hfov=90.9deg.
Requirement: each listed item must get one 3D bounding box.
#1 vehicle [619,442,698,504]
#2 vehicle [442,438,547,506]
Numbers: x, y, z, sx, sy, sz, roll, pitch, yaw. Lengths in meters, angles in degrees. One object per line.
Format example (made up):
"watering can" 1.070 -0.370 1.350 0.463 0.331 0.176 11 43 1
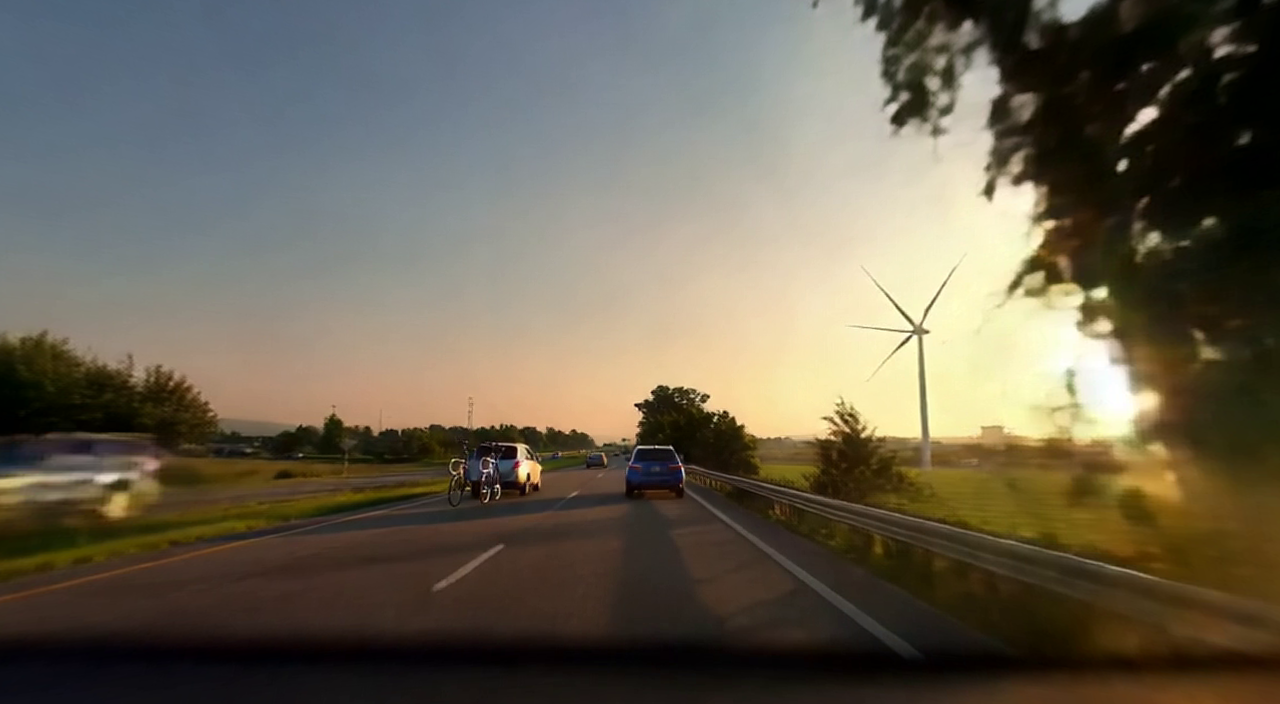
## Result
"vehicle" 0.466 3.495 18.558 2.063 1.582 3.955 0 -9 -1
"vehicle" -3.955 3.345 17.891 1.962 1.681 4.033 0 -9 1
